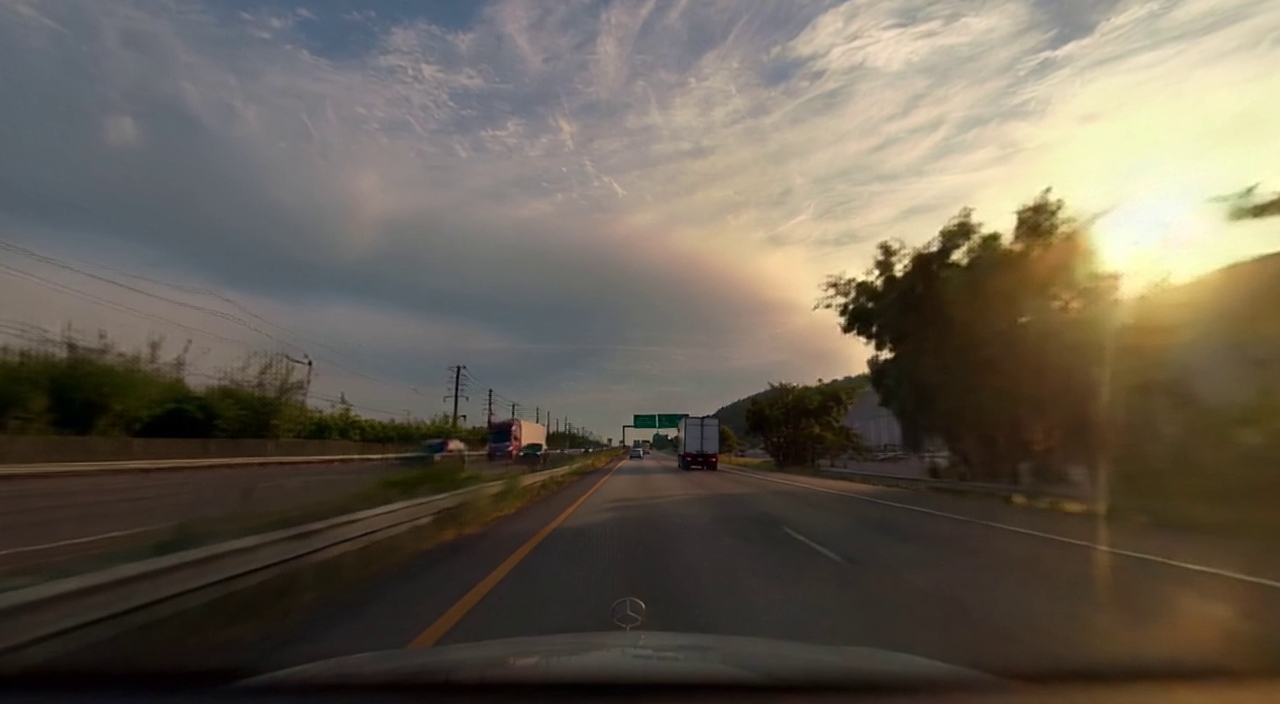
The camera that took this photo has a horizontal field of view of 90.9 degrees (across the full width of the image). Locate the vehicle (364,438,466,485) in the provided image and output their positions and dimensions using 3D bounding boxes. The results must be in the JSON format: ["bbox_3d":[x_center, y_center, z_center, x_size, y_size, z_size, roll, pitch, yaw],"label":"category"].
[{"bbox_3d":[-7.906,3.887,22.654,1.956,1.490,4.513,0,-9,0],"label":"vehicle"}]

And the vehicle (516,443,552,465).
[{"bbox_3d":[-7.983,7.713,47.723,1.914,1.557,4.081,0,-9,1],"label":"vehicle"}]
